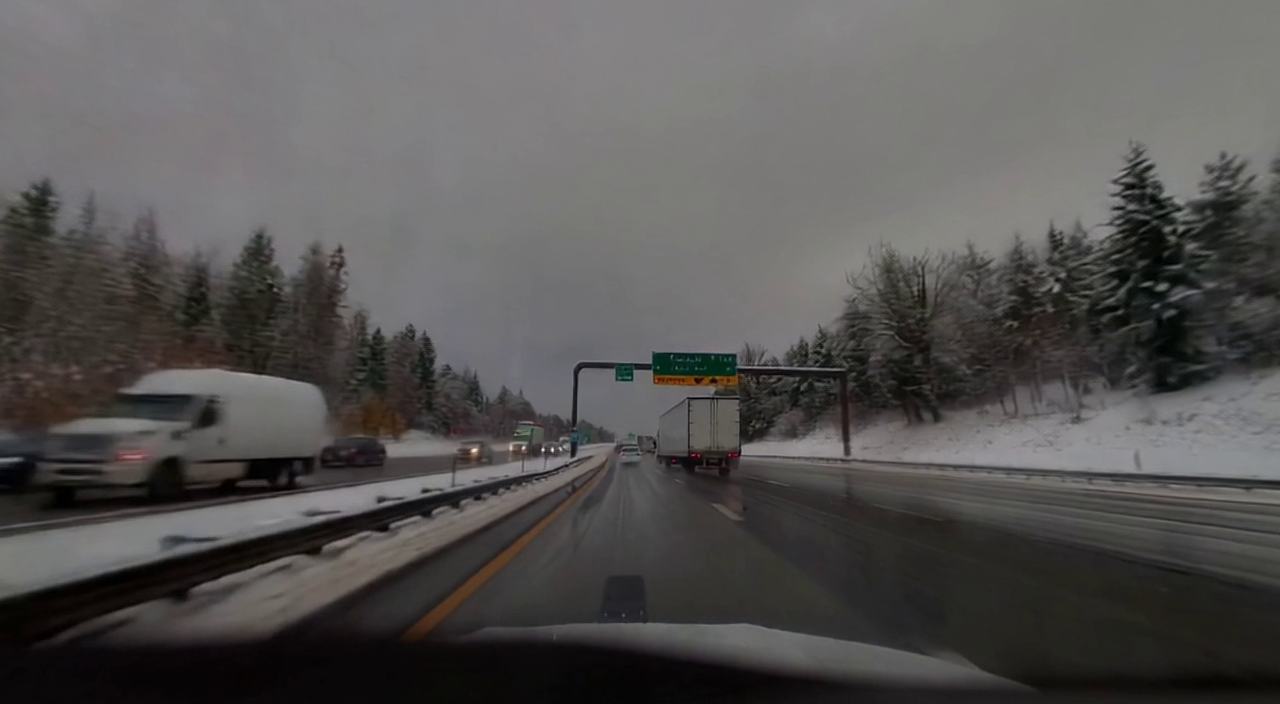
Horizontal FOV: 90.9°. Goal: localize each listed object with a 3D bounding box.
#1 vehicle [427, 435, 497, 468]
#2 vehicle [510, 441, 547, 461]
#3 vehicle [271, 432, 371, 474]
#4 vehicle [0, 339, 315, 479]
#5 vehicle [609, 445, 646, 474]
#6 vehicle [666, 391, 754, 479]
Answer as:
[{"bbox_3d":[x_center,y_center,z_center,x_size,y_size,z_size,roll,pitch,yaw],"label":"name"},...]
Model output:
[{"bbox_3d":[-8.503,4.825,30.523,2.013,1.451,4.635,0,-9,0],"label":"vehicle"},{"bbox_3d":[-8.510,7.599,48.457,2.139,1.476,4.214,0,-9,-1],"label":"vehicle"},{"bbox_3d":[-12.023,3.846,24.045,1.902,1.450,3.714,0,-9,-1],"label":"vehicle"},{"bbox_3d":[-7.776,1.065,10.558,2.073,1.806,4.773,0,-8,0],"label":"vehicle"},{"bbox_3d":[-0.754,6.452,38.044,2.111,1.599,3.859,0,-9,-1],"label":"vehicle"},{"bbox_3d":[3.481,4.788,35.434,2.931,4.009,12.800,0,-9,-2],"label":"vehicle"}]
